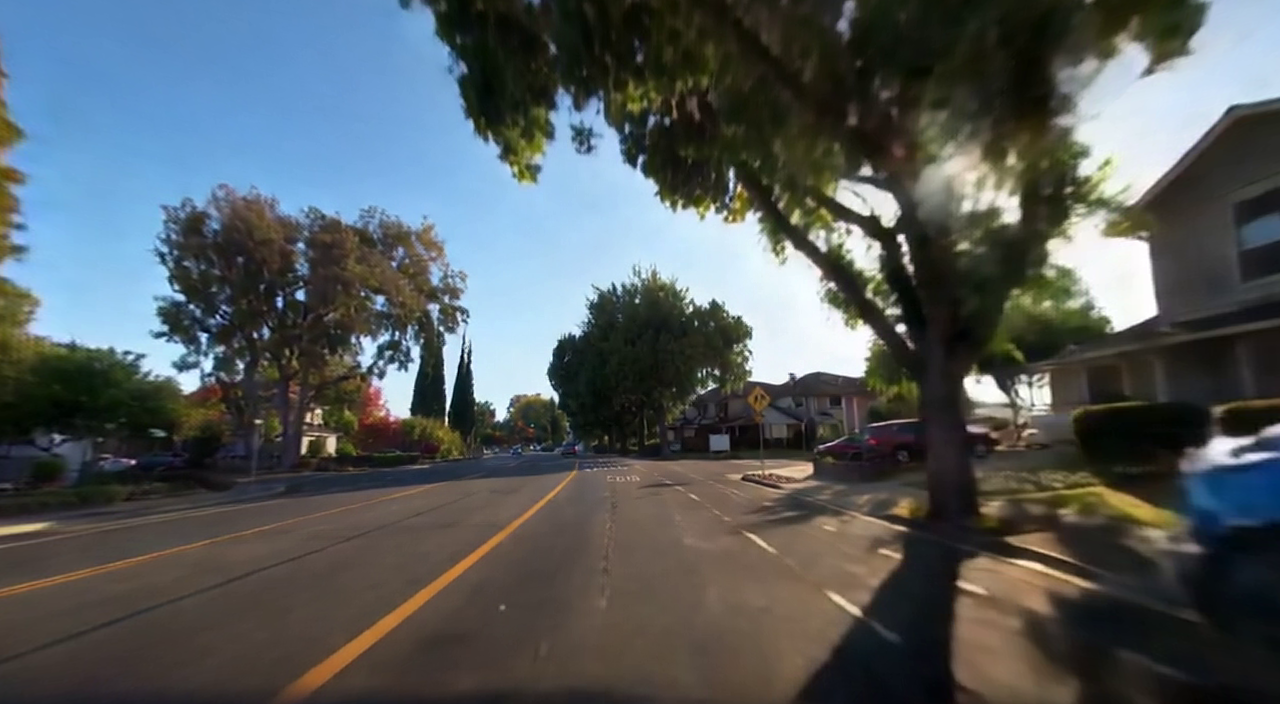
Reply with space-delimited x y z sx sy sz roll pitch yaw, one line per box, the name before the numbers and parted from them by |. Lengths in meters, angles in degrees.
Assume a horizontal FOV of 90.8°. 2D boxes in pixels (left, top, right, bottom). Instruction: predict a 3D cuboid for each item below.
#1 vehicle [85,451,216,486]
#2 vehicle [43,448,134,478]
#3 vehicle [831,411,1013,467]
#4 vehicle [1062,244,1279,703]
vehicle | -26.504 6.306 34.398 5.067 1.792 2.217 1 -8 -10
vehicle | -41.548 8.327 47.805 2.216 2.031 5.521 1 -8 -5
vehicle | 10.956 3.438 24.940 5.949 2.092 2.570 0 -8 -3
vehicle | 4.435 0.376 0.548 2.794 2.437 7.684 0 -8 0
